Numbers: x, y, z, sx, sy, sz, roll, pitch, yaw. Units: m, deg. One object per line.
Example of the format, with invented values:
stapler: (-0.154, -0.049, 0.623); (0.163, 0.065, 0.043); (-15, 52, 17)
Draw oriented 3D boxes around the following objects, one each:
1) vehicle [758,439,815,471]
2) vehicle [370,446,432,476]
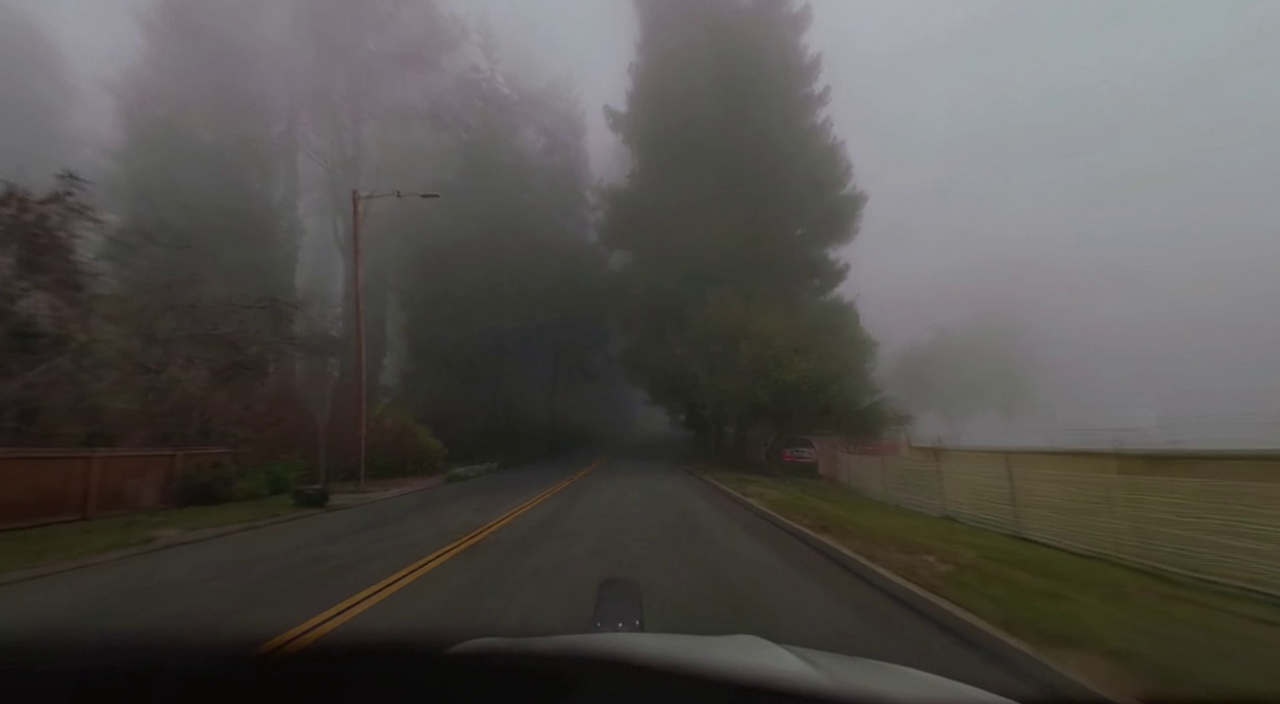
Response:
vehicle: (8.081, 5.721, 35.252); (1.954, 1.652, 4.520); (0, -8, -2)
vehicle: (-15.216, 6.937, 40.509); (2.177, 1.773, 4.656); (0, -8, 0)
